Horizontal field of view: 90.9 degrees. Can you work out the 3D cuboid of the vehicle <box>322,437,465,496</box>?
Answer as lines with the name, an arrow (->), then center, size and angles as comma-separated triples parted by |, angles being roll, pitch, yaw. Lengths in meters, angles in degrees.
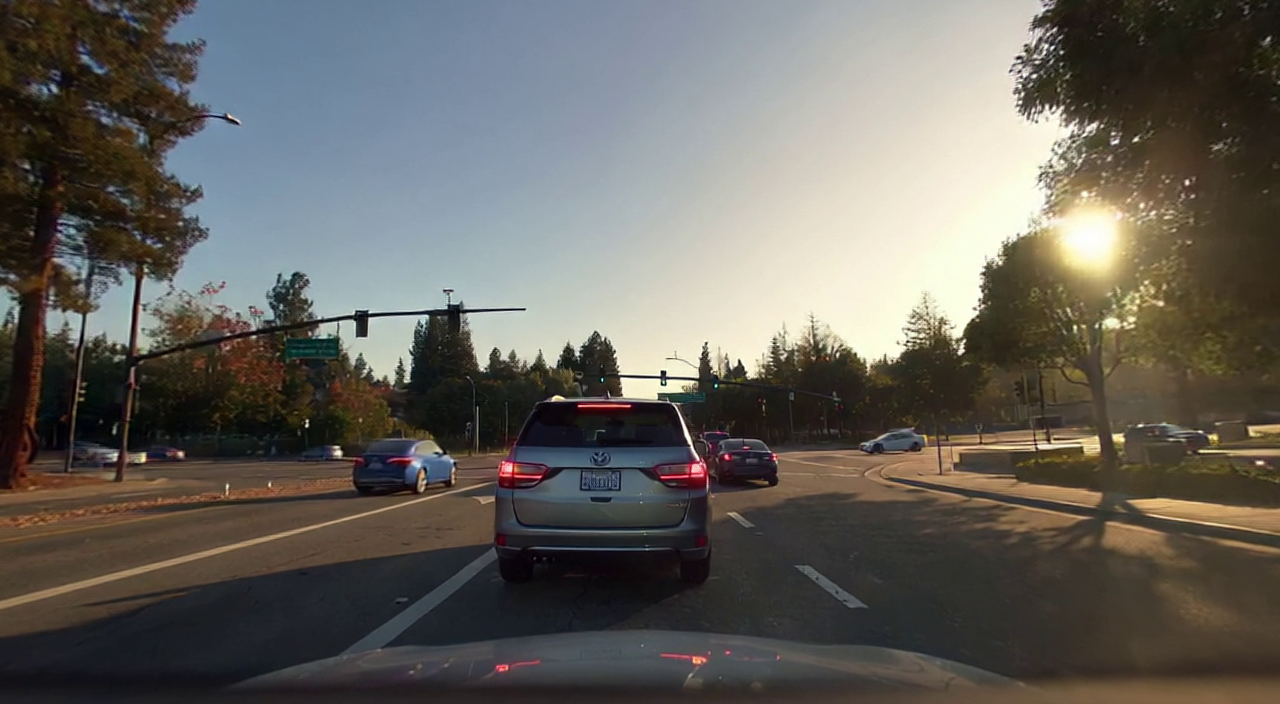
vehicle -> -6.889, 3.248, 18.344 | 2.060, 1.473, 4.950 | 0, -8, 2

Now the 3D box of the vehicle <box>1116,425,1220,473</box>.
vehicle -> 19.243, 3.520, 22.923 | 4.215, 1.578, 1.892 | 7, -11, -37

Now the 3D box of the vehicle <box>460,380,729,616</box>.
vehicle -> -0.343, 1.442, 7.100 | 2.064, 1.817, 4.298 | 0, -8, 0

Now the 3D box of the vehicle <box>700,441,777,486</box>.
vehicle -> 3.372, 3.897, 22.386 | 2.104, 1.441, 4.240 | 0, -8, 1

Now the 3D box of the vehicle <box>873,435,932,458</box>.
vehicle -> 19.996, 7.205, 47.907 | 4.361, 1.653, 2.034 | 6, -10, -35
